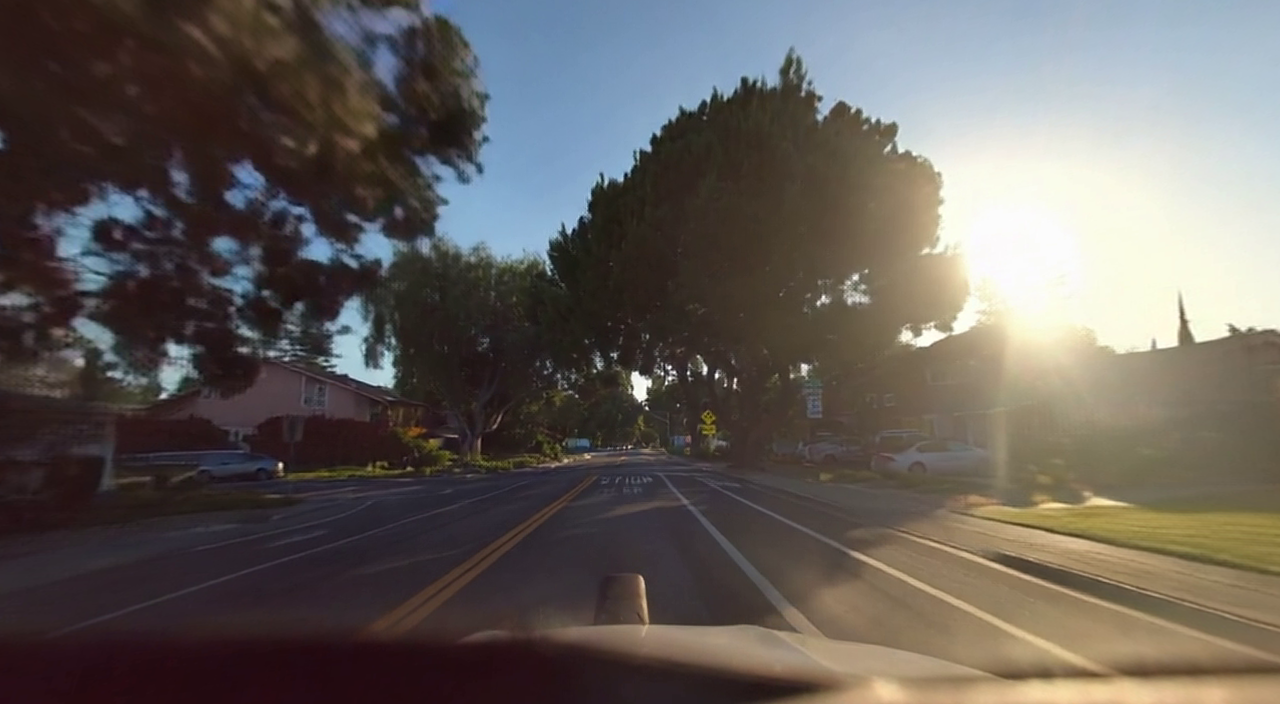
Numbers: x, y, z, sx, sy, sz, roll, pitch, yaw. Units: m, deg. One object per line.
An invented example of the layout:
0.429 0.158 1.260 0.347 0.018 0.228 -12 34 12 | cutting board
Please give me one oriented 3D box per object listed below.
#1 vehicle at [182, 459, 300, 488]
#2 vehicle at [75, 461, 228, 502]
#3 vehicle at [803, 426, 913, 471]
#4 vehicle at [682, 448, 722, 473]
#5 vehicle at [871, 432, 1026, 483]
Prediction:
-21.651 6.595 34.447 5.074 1.511 1.978 0 -9 -1 | vehicle
-18.983 5.025 24.689 4.440 1.445 1.919 -1 -9 3 | vehicle
10.810 4.828 31.624 4.459 1.696 2.361 -6 -9 -2 | vehicle
3.784 6.673 39.130 1.940 1.470 4.101 0 -9 -1 | vehicle
10.978 3.783 22.722 4.493 1.493 1.926 -3 -9 -4 | vehicle
